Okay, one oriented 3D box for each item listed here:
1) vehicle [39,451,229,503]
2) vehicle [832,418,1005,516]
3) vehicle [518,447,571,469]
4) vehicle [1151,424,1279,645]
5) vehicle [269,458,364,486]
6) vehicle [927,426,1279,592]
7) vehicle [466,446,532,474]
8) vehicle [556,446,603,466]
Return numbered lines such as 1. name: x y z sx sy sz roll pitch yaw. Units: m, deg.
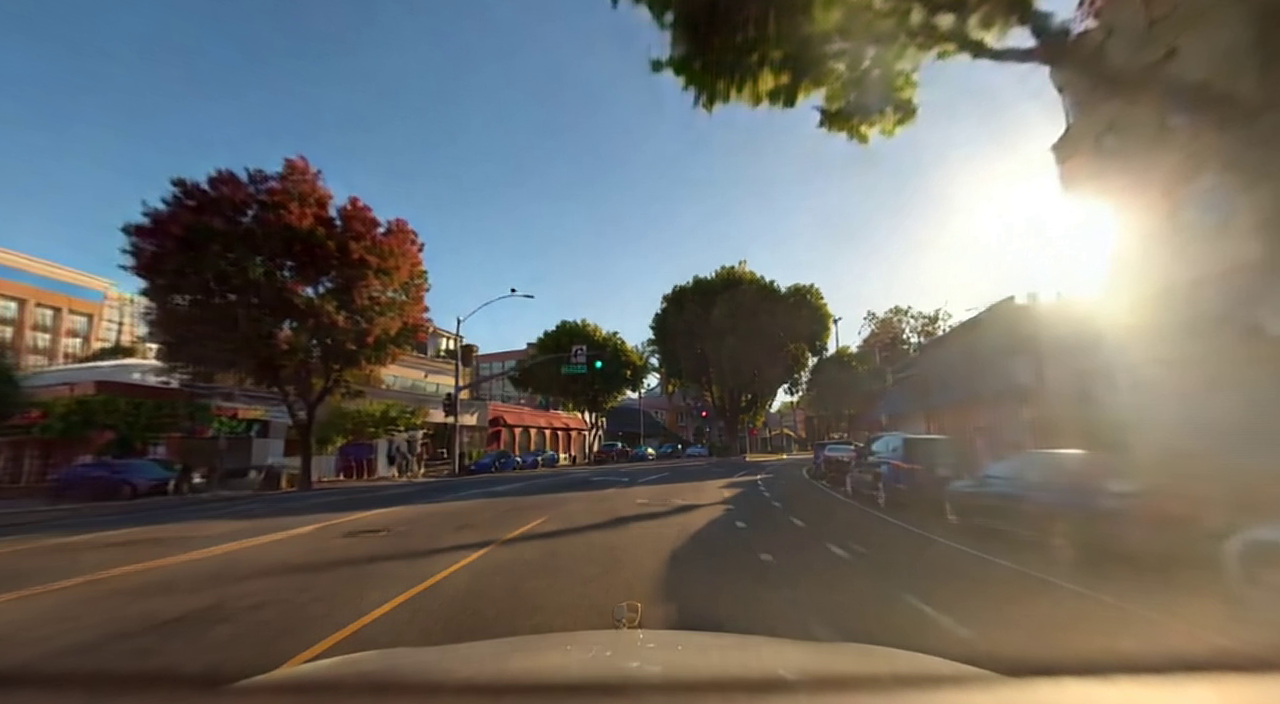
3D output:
1. vehicle: -20.749 5.099 26.077 6.006 1.964 2.474 -1 -9 7
2. vehicle: 5.993 2.536 14.456 2.041 1.811 5.168 -1 -9 6
3. vehicle: -6.508 7.279 43.558 1.841 1.444 4.554 -3 -9 17
4. vehicle: 5.381 1.044 2.907 2.077 1.502 4.902 0 -8 2
5. vehicle: -17.769 6.579 34.781 4.178 1.407 2.012 -1 -9 9
6. vehicle: 5.683 1.831 8.359 1.879 1.542 4.693 -1 -9 4
7. vehicle: -8.200 6.303 37.216 1.882 1.508 4.476 -2 -9 14
8. vehicle: -4.624 8.070 49.146 1.811 1.459 4.702 -3 -9 19
